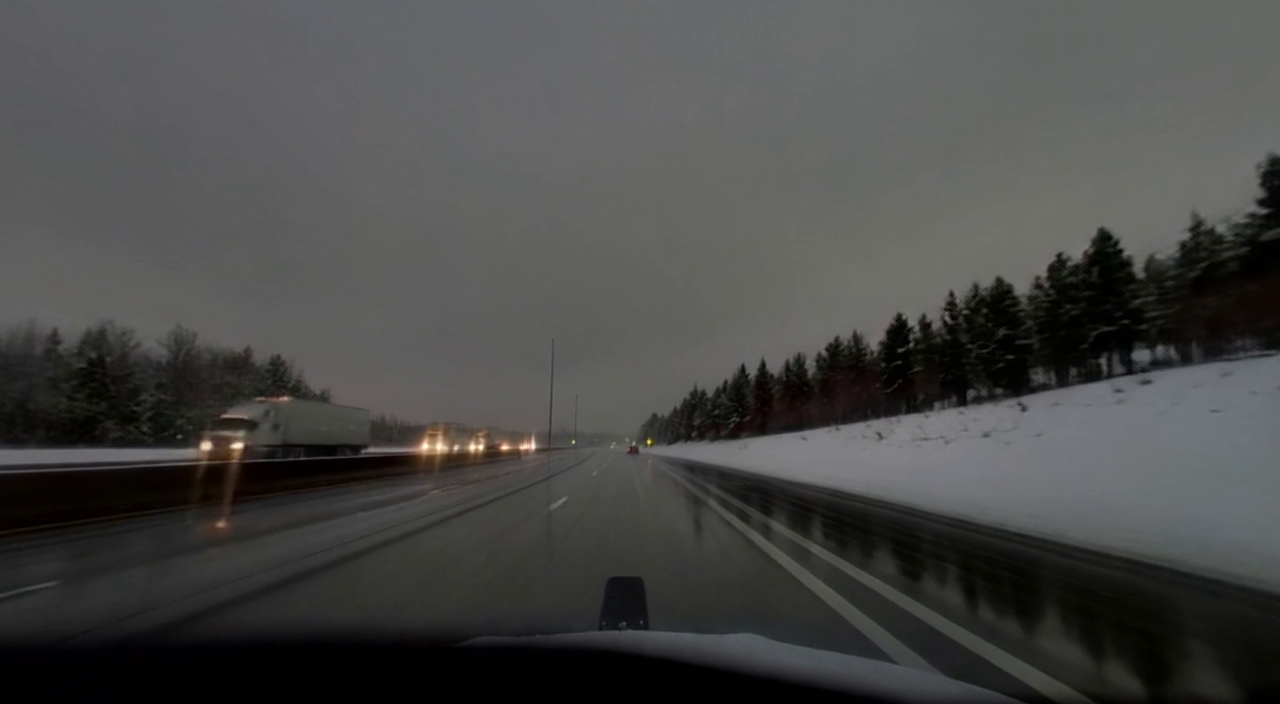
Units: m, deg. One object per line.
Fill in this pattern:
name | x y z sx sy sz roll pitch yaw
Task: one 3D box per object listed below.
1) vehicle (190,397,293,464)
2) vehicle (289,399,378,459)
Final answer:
vehicle | -25.527 5.087 40.541 3.284 4.020 4.965 1 -8 -2
vehicle | -21.356 5.497 44.180 3.038 3.924 6.196 0 -8 -1
